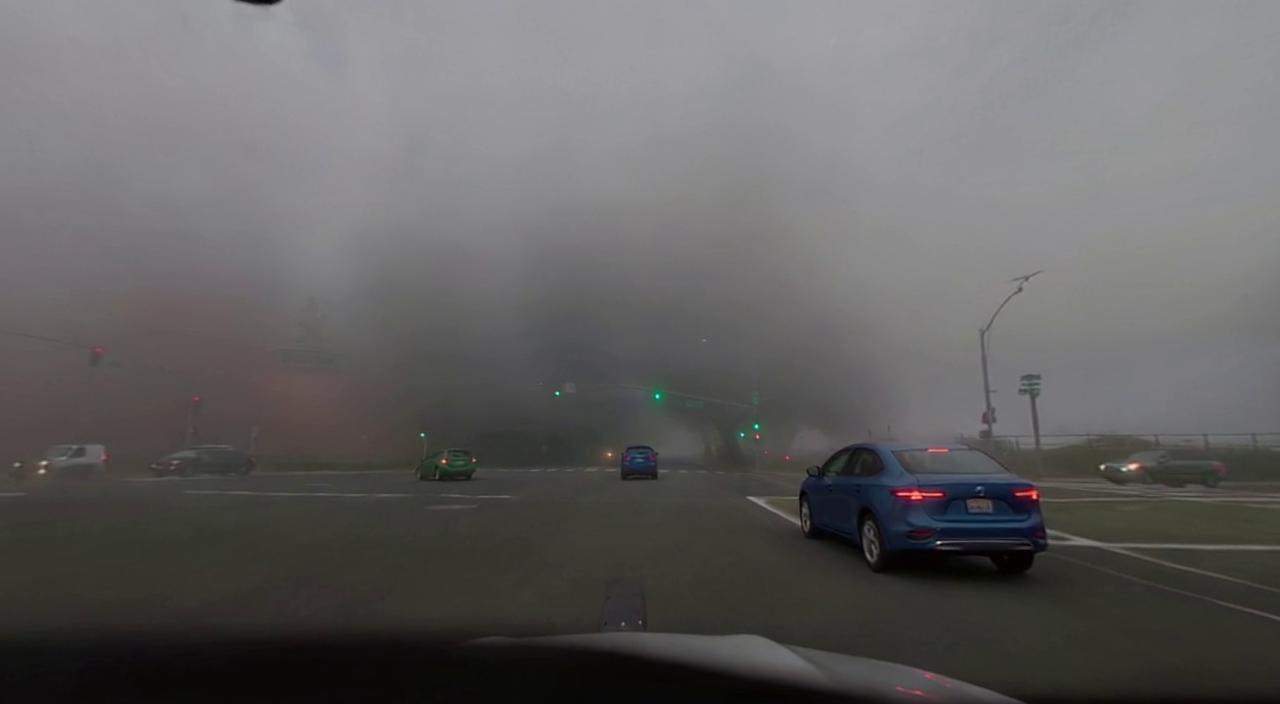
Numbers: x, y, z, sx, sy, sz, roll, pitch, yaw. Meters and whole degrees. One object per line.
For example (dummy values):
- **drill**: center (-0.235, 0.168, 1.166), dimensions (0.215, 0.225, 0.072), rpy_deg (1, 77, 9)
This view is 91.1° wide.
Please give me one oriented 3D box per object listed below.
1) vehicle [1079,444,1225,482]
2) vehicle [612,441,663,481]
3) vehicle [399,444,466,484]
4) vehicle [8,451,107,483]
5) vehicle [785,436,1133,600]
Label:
- **vehicle**: center (23.655, 5.107, 29.247), dimensions (4.705, 1.631, 2.053), rpy_deg (-2, -8, 16)
- **vehicle**: center (-0.111, 4.893, 28.465), dimensions (2.108, 1.654, 4.235), rpy_deg (0, -8, 0)
- **vehicle**: center (-9.481, 5.026, 28.518), dimensions (1.987, 1.633, 4.005), rpy_deg (5, -9, -30)
- **vehicle**: center (-31.583, 6.187, 34.041), dimensions (4.422, 1.605, 1.955), rpy_deg (-3, -9, 20)
- **vehicle**: center (3.429, 1.833, 8.015), dimensions (2.056, 1.468, 4.520), rpy_deg (0, -8, 0)
